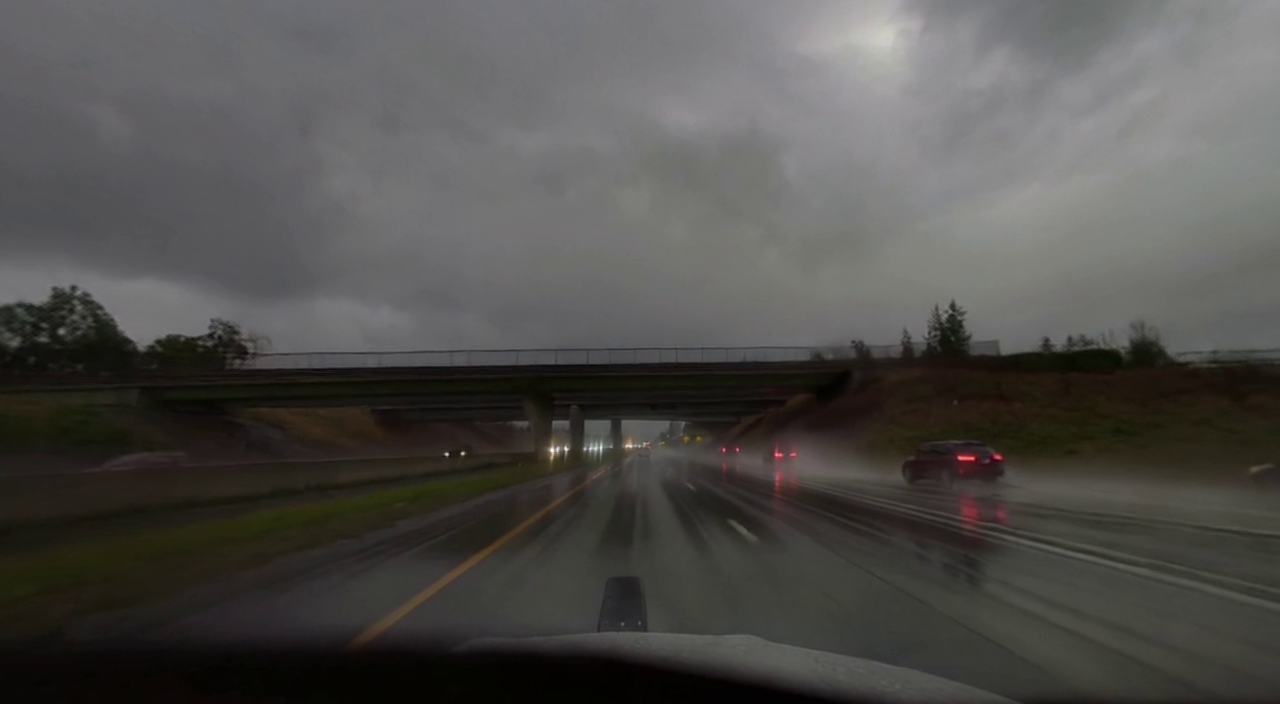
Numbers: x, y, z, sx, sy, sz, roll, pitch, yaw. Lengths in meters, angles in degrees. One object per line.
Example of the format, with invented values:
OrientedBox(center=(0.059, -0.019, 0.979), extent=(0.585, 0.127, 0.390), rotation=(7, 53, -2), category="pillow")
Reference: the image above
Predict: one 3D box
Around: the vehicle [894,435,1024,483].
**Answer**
OrientedBox(center=(15.586, 5.240, 31.137), extent=(2.533, 2.111, 5.525), rotation=(2, -9, -16), category="vehicle")
